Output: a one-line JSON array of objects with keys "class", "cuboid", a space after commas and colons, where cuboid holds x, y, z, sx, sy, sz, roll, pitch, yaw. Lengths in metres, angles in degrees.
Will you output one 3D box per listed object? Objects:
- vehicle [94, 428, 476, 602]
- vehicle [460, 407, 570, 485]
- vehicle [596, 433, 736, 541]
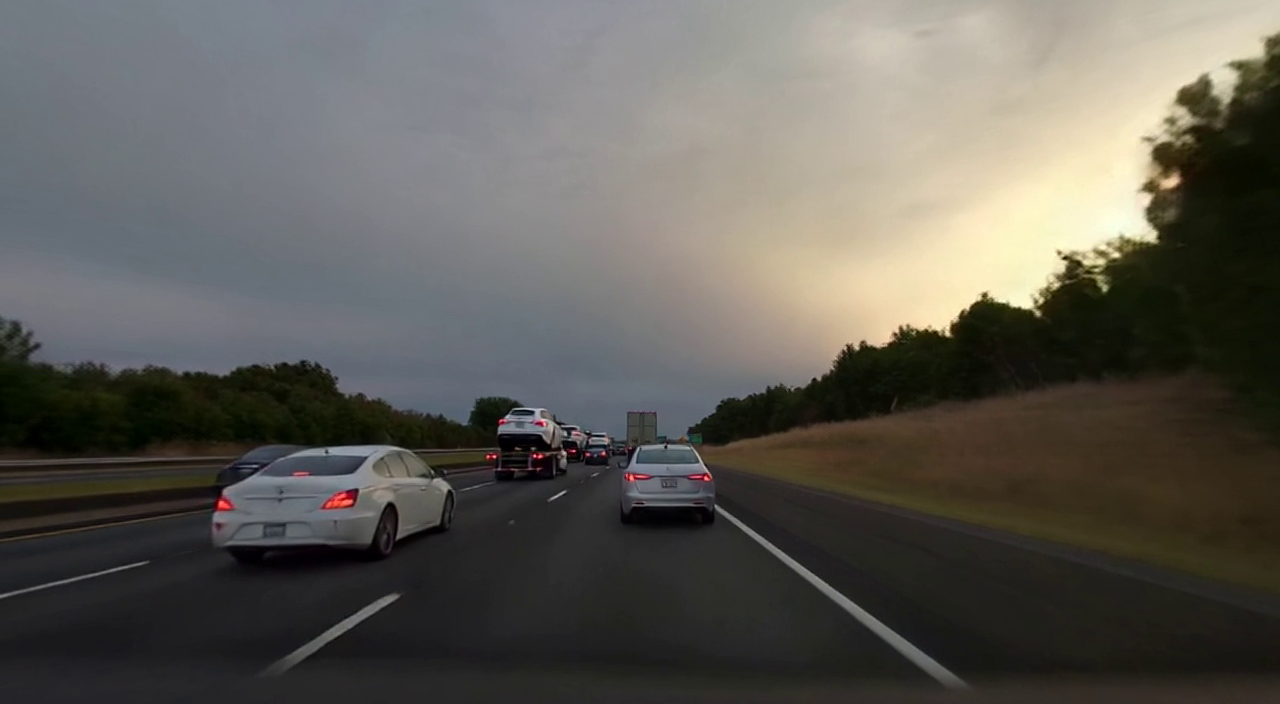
[{"class": "vehicle", "cuboid": [-3.656, 1.751, 7.736, 1.947, 1.470, 4.526, 0, -9, 2]}, {"class": "vehicle", "cuboid": [-2.776, 2.235, 14.994, 2.031, 1.594, 4.103, 0, -9, -4]}, {"class": "vehicle", "cuboid": [0.378, 2.187, 10.736, 1.991, 1.507, 3.391, 0, -9, 0]}]
